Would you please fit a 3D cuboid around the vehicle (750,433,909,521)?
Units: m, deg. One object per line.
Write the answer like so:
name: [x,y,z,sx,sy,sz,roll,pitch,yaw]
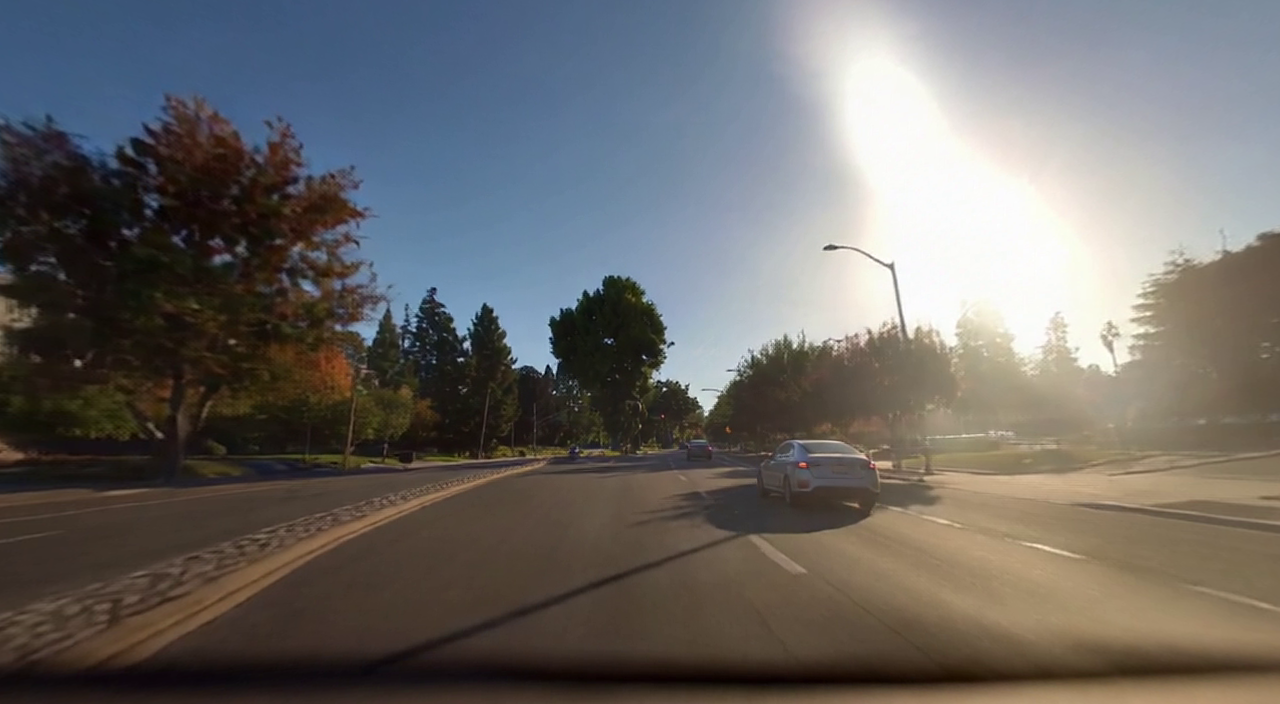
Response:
vehicle: [3.533,2.409,12.667,1.852,1.453,4.083,0,-9,-1]
